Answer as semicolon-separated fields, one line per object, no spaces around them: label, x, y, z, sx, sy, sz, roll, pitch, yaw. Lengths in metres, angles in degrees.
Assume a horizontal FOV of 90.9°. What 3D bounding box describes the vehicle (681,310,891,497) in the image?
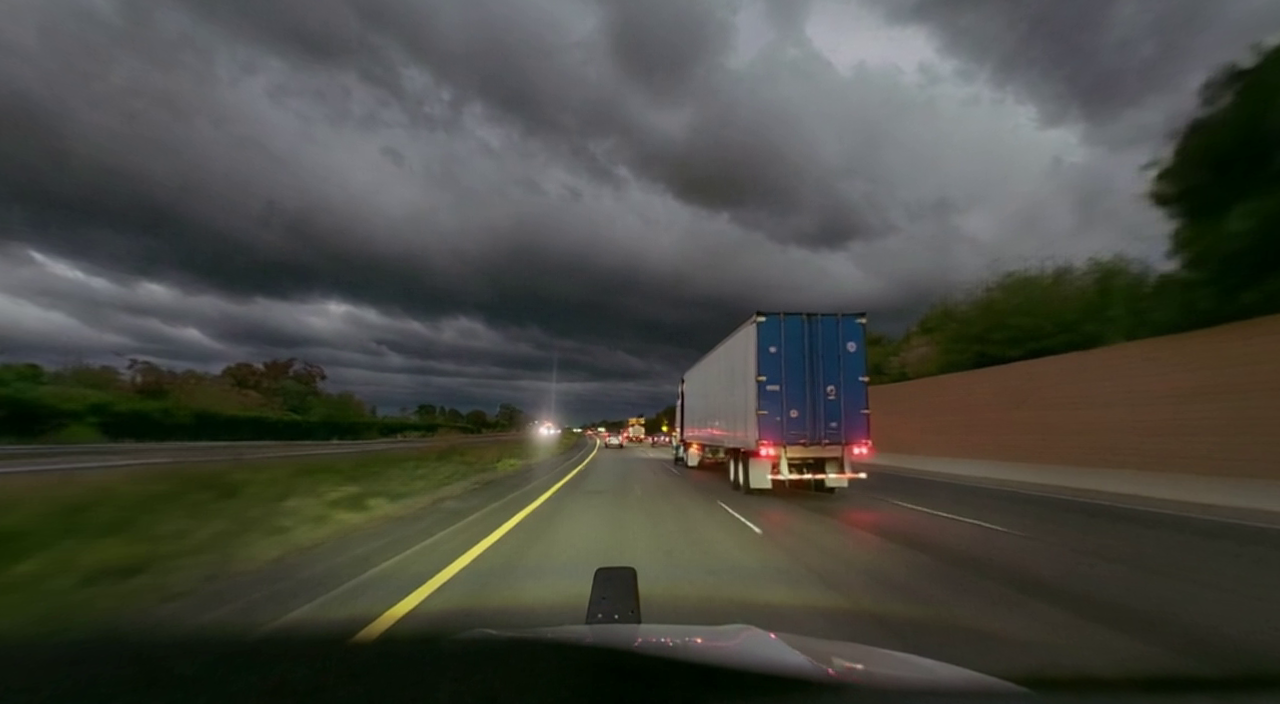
vehicle;3.599;1.987;20.767;2.965;4.033;14.299;0;-7;-2
